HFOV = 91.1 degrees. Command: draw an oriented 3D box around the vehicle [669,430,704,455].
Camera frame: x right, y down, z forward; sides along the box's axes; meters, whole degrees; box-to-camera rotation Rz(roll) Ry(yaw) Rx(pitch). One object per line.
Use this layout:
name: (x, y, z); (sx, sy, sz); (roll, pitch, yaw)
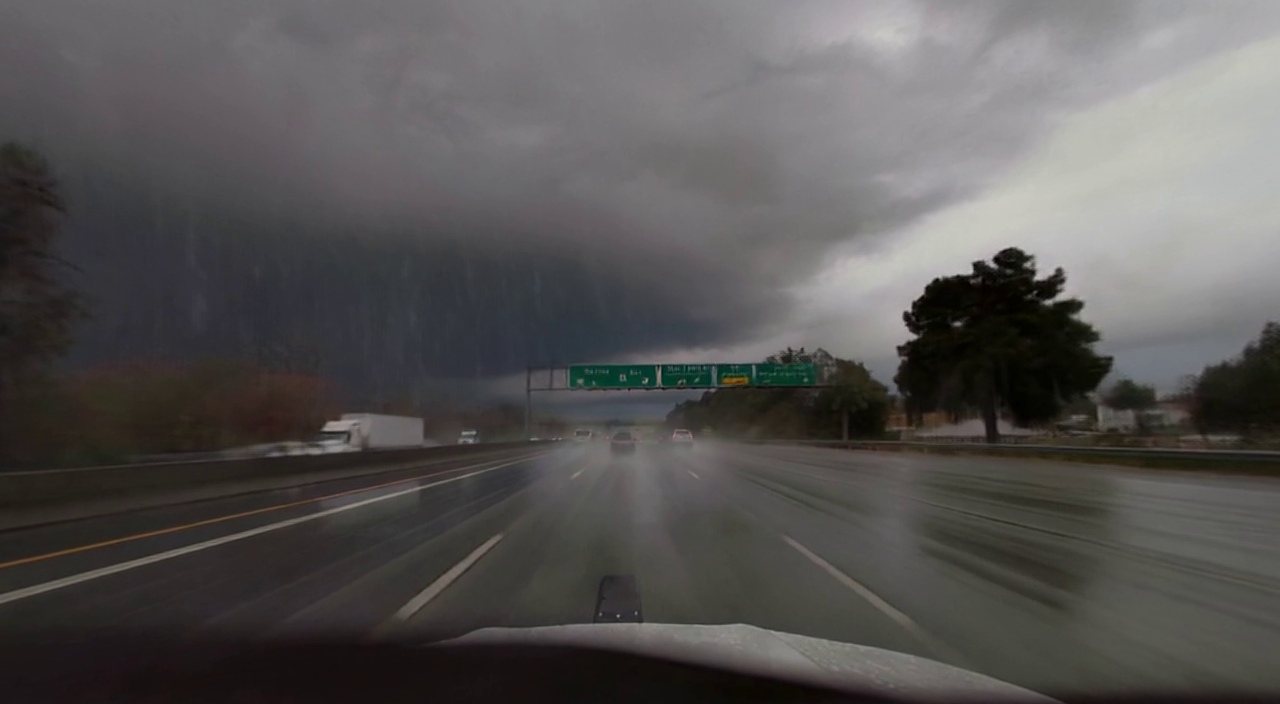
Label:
vehicle: (3.244, 6.387, 44.587); (2.066, 1.673, 4.225); (0, -8, -2)

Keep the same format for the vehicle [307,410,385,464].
vehicle: (-22.125, 6.439, 47.769); (2.957, 3.789, 5.977); (0, -8, -1)

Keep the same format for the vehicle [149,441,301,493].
vehicle: (-13.527, 3.732, 20.914); (1.971, 1.497, 4.539); (0, -8, 0)

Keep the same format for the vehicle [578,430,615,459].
vehicle: (-2.593, 5.581, 38.194); (2.119, 1.629, 3.946); (0, -8, -2)
